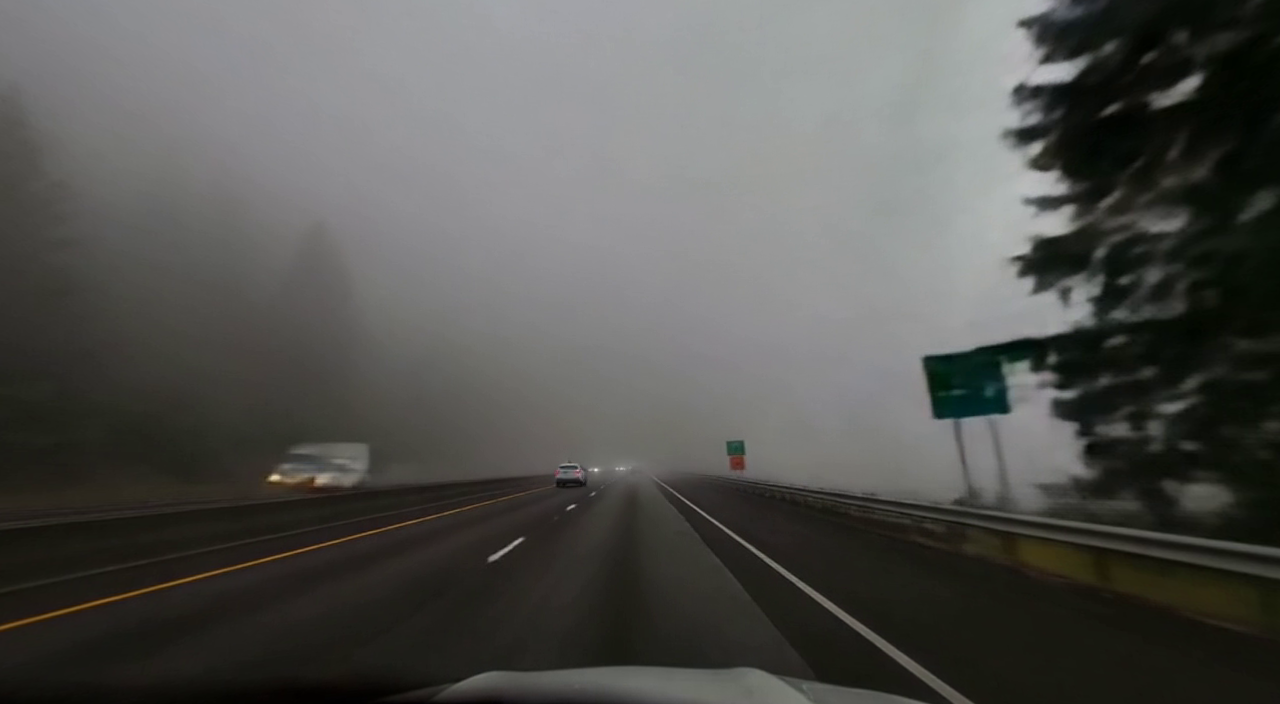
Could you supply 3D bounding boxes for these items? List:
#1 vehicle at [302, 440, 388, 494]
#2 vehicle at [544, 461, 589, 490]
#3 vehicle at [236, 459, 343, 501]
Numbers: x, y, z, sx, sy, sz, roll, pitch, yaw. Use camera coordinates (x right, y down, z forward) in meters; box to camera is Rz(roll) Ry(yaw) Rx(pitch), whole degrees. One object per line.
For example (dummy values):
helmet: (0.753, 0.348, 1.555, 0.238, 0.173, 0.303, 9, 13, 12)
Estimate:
vehicle: (-16.713, 6.579, 36.100, 2.420, 2.857, 4.628, 0, -10, 2)
vehicle: (-4.330, 7.390, 37.869, 2.180, 1.618, 4.219, 1, -10, 0)
vehicle: (-16.720, 6.124, 30.419, 2.344, 1.775, 4.790, 1, -10, 0)
